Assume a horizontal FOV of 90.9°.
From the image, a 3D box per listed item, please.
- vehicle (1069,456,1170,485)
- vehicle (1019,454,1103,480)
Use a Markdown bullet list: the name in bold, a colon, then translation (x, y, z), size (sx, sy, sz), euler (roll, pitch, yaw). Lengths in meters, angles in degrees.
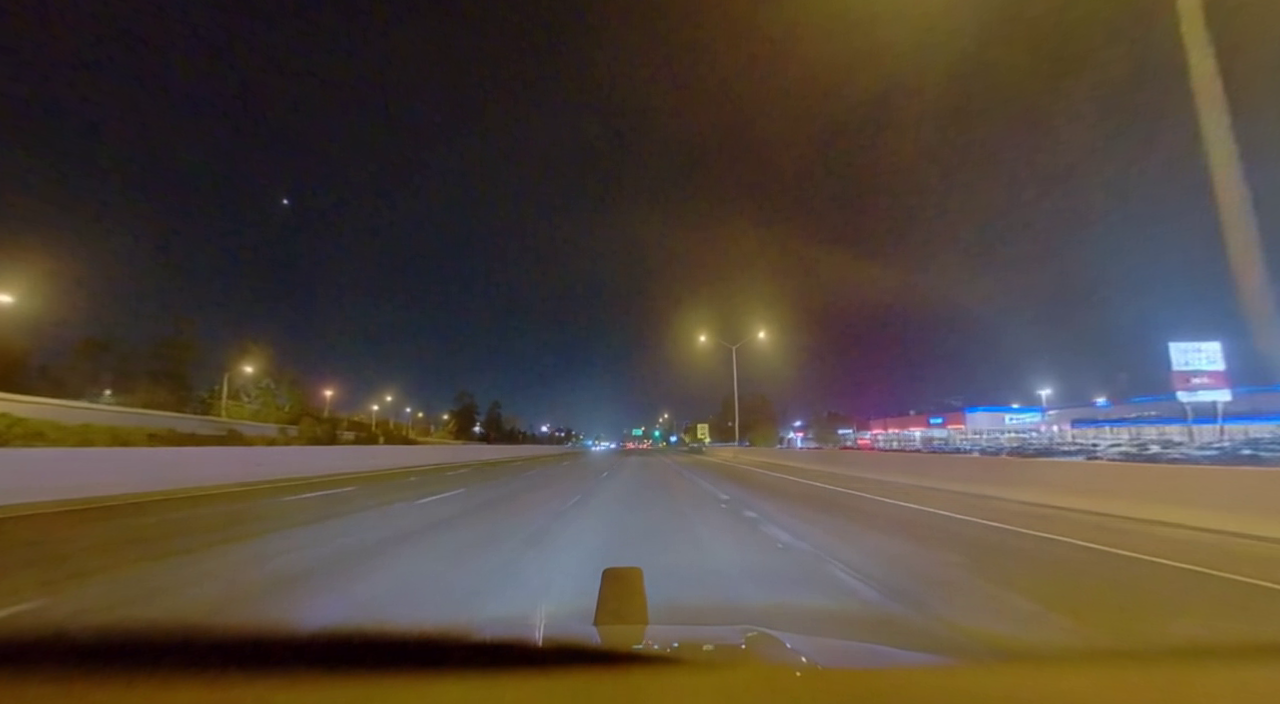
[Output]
- **vehicle**: translation (30.079, 7.426, 39.674), size (4.589, 1.741, 2.143), euler (0, -8, -2)
- **vehicle**: translation (30.220, 8.239, 45.379), size (4.576, 1.740, 2.069), euler (0, -9, -2)
